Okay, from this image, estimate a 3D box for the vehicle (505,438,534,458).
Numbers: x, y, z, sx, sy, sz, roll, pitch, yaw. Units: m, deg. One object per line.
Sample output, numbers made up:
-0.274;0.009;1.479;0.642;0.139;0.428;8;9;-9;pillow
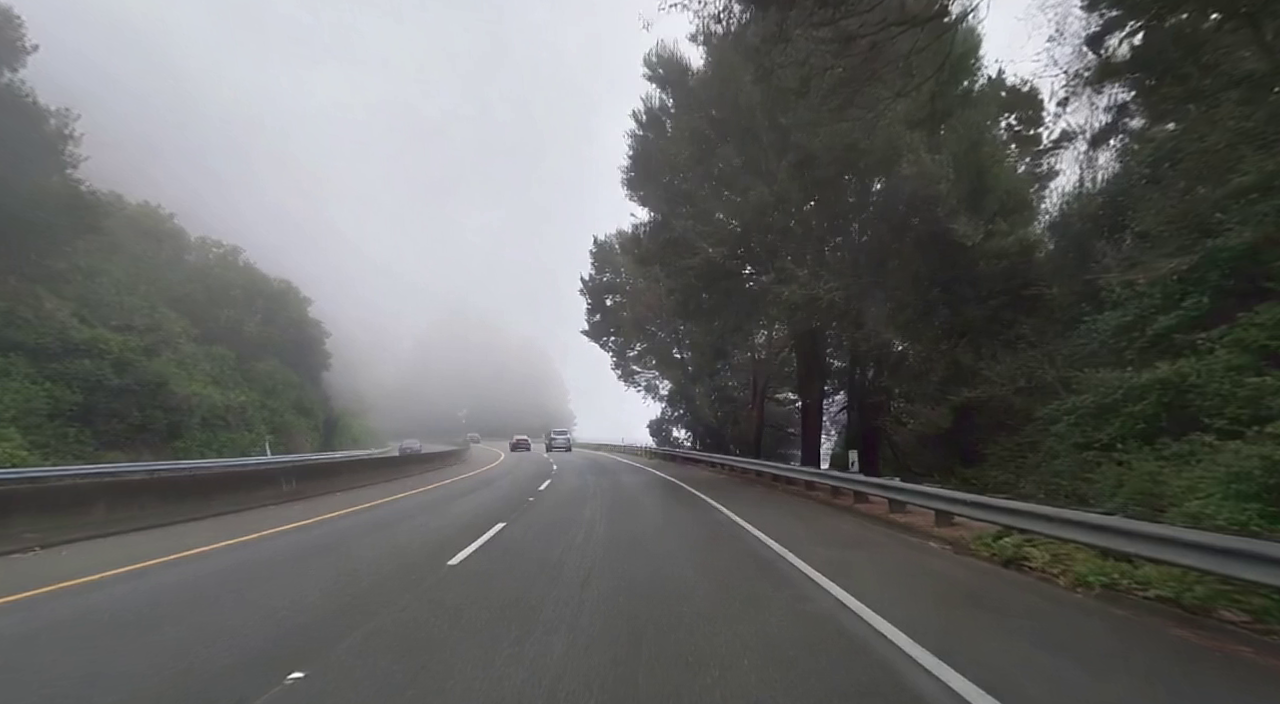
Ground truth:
-9.360;7.412;48.763;2.065;1.466;4.281;2;-9;-13;vehicle
